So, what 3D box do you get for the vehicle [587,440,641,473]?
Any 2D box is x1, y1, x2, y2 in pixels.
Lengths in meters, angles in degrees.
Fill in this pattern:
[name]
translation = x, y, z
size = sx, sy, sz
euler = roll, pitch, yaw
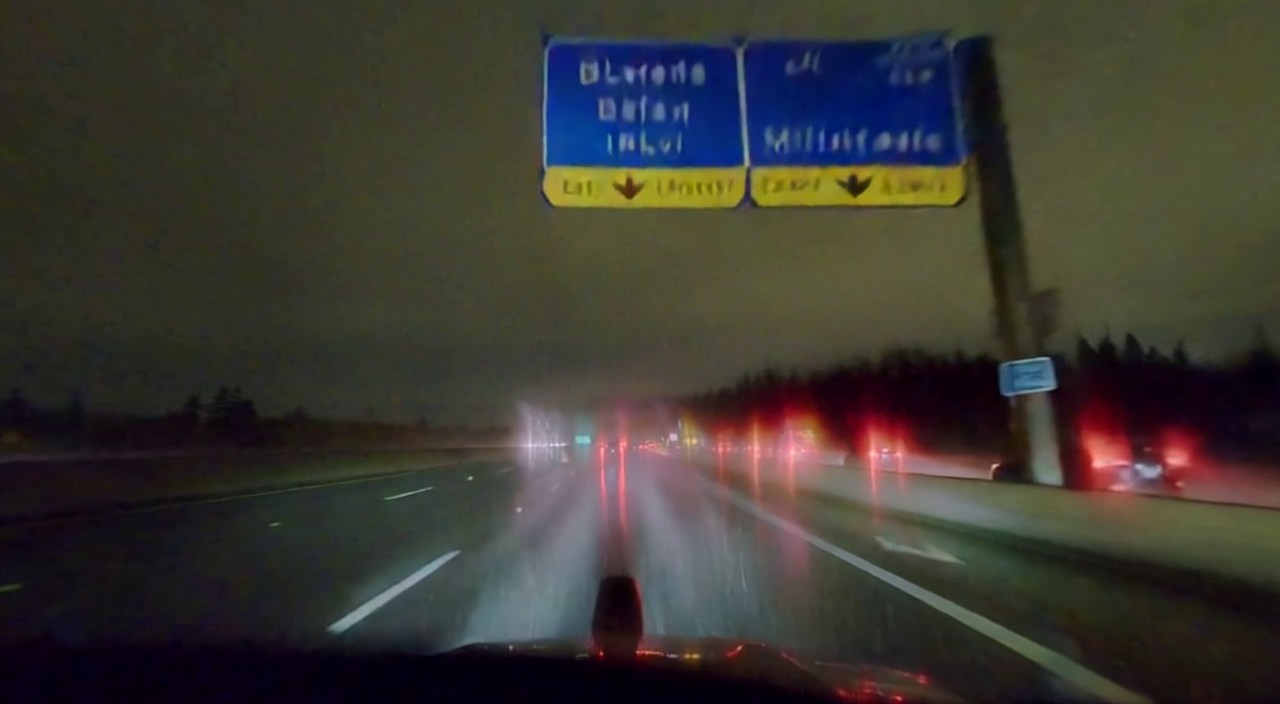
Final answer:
[vehicle]
translation = -1.206, 5.153, 31.128
size = 2.055, 1.509, 4.255
euler = -1, -9, 6
